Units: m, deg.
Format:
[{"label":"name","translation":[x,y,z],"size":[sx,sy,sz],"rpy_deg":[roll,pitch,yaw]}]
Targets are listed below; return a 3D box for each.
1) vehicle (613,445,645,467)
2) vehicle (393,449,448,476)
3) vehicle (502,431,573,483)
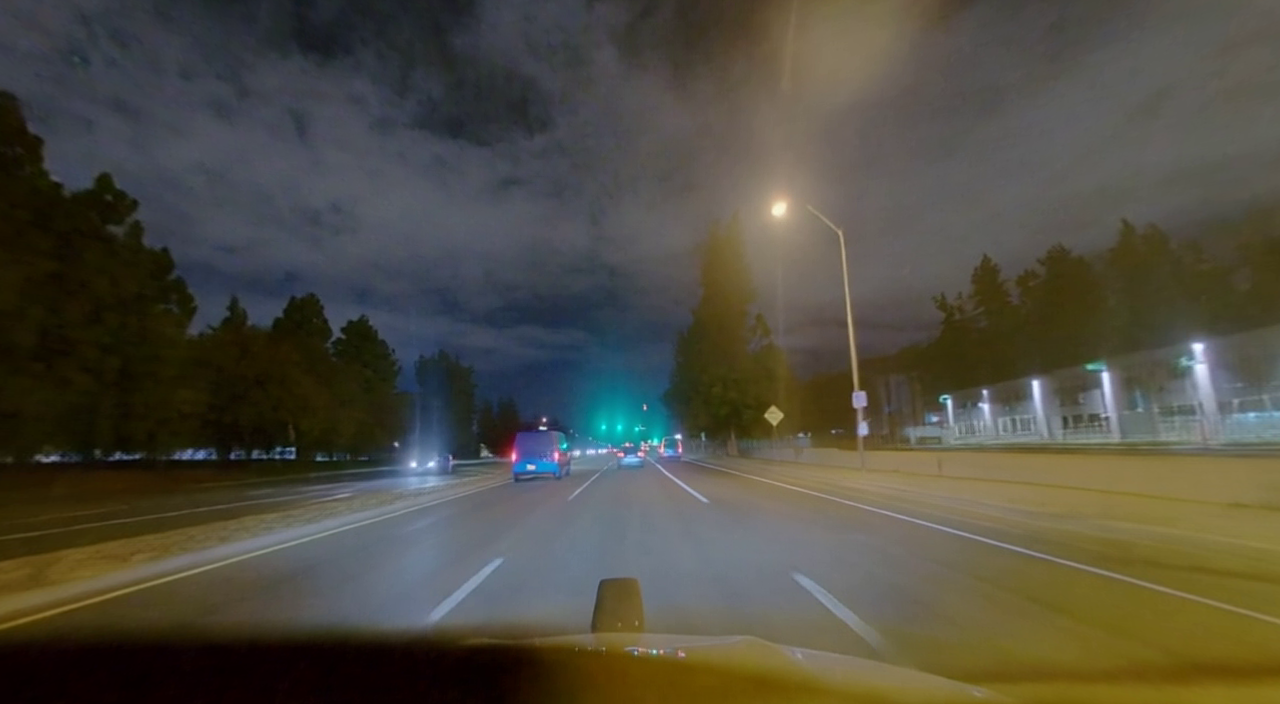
[{"label":"vehicle","translation":[-0.778,7.062,43.136],"size":[2.039,1.455,3.826],"rpy_deg":[0,-8,-2]},{"label":"vehicle","translation":[-13.417,6.743,38.906],"size":[2.060,1.506,4.827],"rpy_deg":[0,-8,-6]},{"label":"vehicle","translation":[-3.980,4.157,25.343],"size":[2.075,1.863,4.744],"rpy_deg":[0,-9,-1]}]
